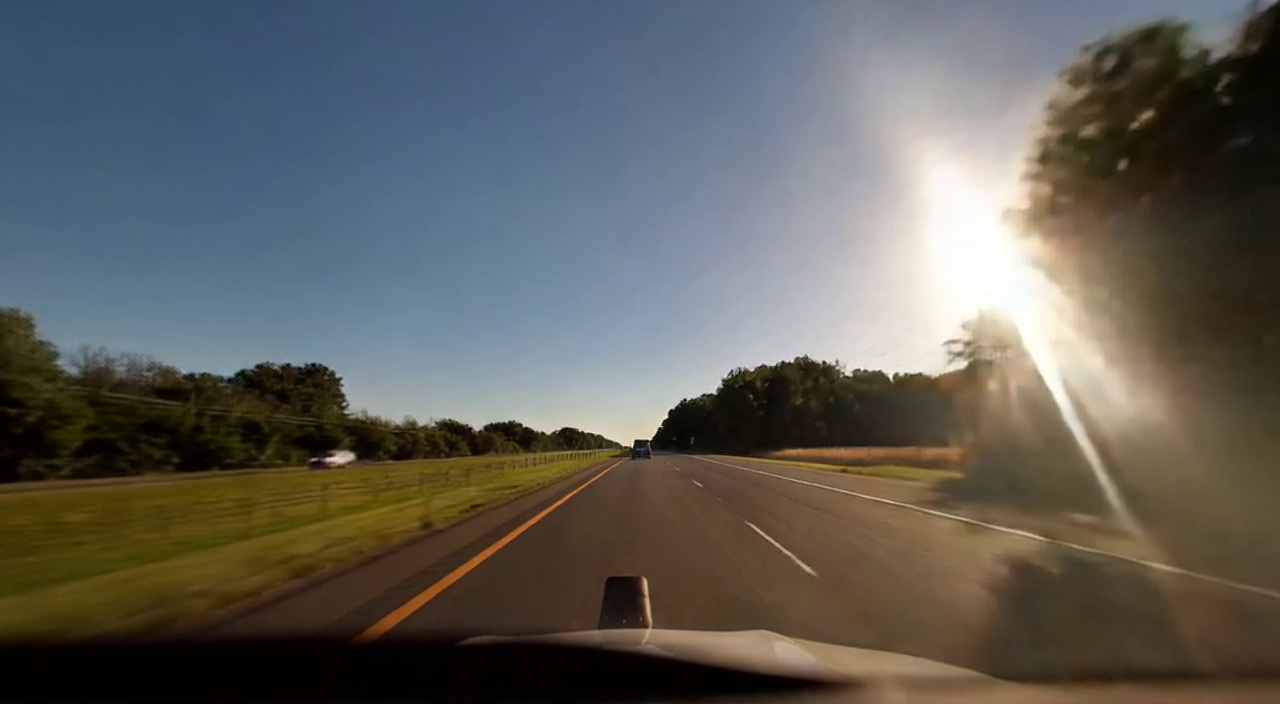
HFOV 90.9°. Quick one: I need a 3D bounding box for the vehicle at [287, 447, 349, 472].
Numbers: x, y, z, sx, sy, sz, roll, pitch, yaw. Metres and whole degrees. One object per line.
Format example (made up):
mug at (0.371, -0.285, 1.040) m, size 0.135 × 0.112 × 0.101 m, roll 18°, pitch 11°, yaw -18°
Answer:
vehicle at (-24.590, 8.173, 48.395) m, size 2.062 × 1.769 × 5.054 m, roll -1°, pitch -8°, yaw 1°
